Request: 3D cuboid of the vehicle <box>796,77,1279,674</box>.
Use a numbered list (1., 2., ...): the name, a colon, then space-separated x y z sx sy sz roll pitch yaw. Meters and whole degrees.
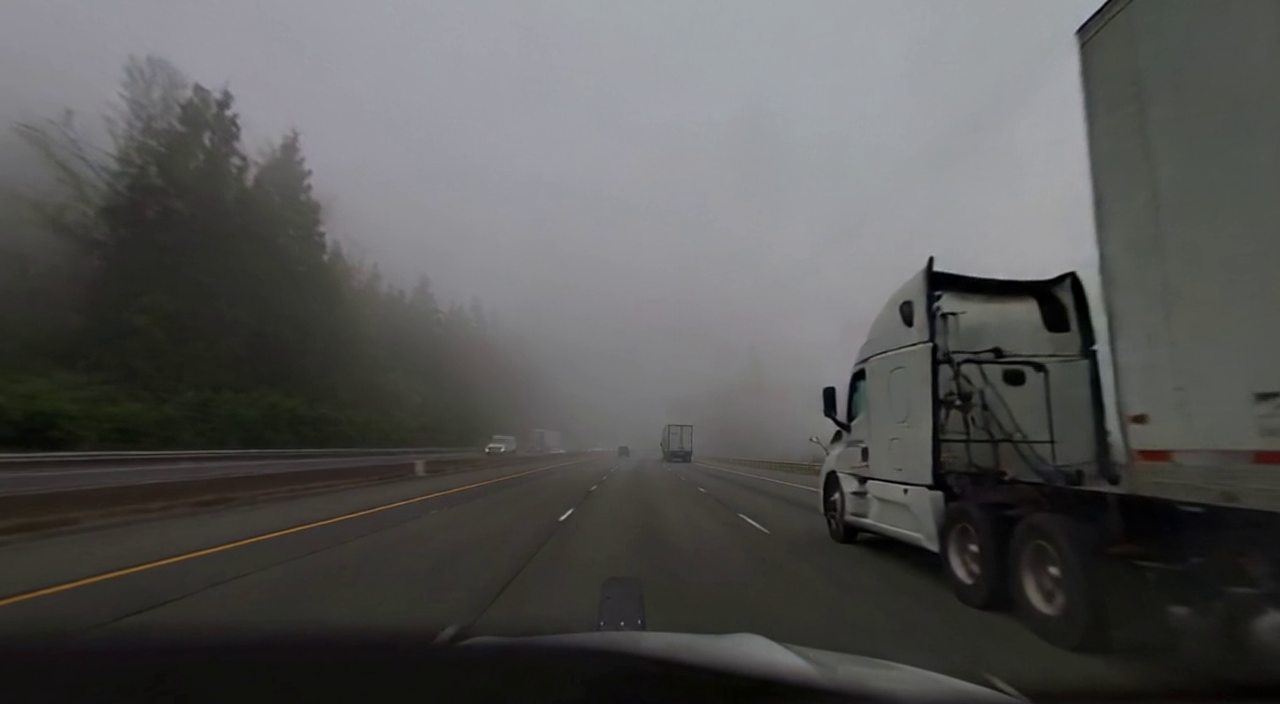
1. vehicle: 4.066 0.468 7.020 3.034 3.898 5.902 0 -9 0
